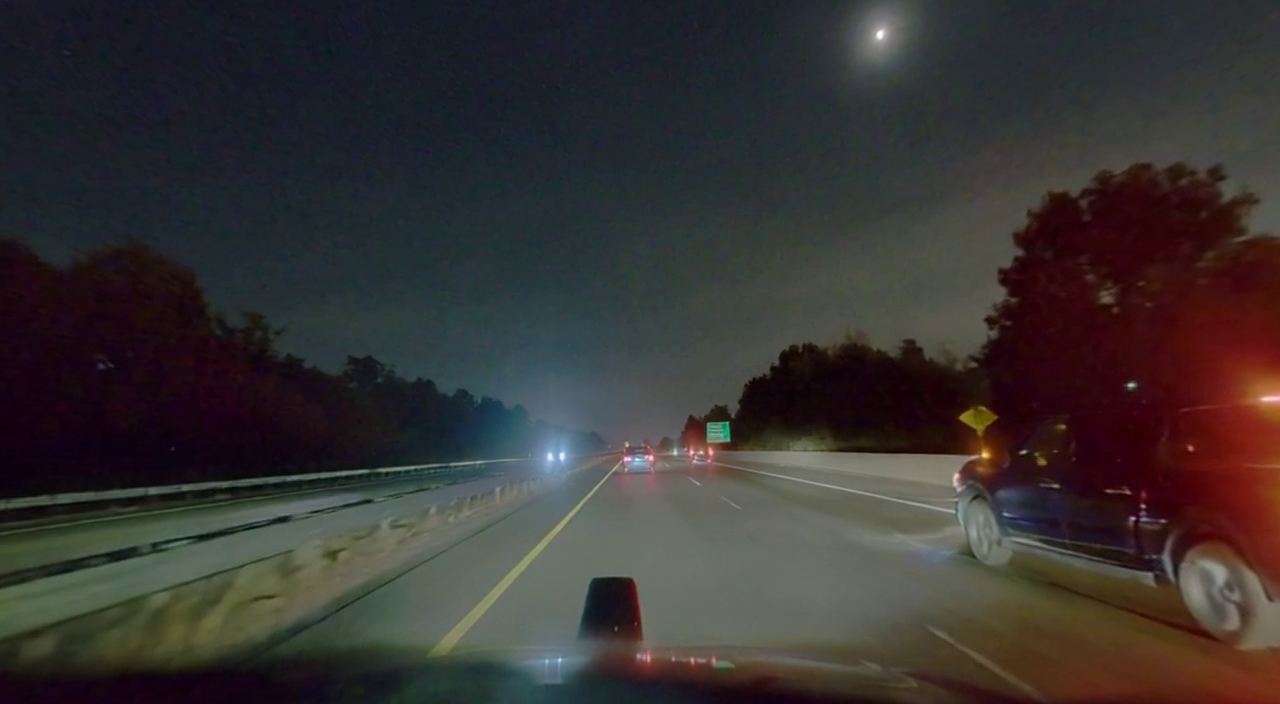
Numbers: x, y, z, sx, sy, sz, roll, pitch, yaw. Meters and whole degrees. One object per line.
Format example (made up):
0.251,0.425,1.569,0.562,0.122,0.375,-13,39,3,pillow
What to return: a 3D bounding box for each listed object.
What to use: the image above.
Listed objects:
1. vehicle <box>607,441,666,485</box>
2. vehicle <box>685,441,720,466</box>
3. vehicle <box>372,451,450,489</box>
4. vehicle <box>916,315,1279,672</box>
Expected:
-0.134,4.165,23.713,2.029,1.483,3.769,0,-9,0,vehicle
4.138,6.802,42.114,1.936,1.589,3.915,0,-9,-1,vehicle
-10.368,5.355,28.738,1.868,1.535,4.326,-1,-9,2,vehicle
4.668,1.096,5.518,2.261,1.952,4.784,0,-9,0,vehicle
